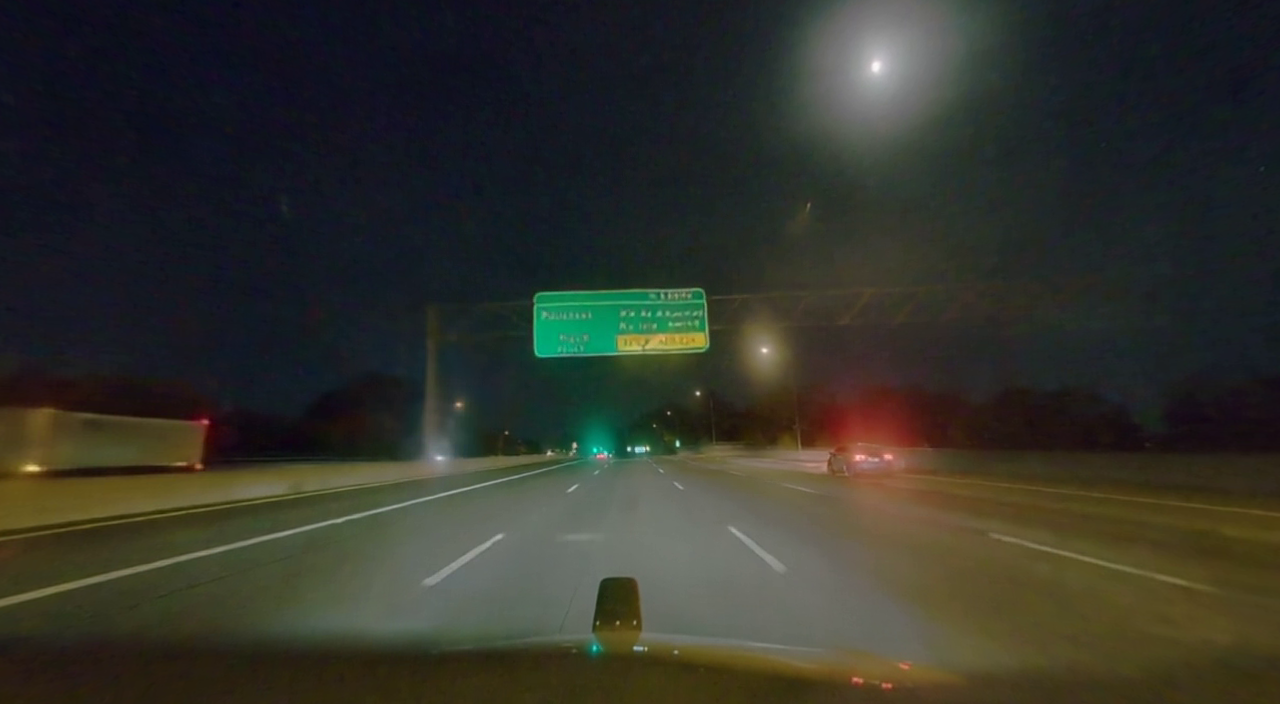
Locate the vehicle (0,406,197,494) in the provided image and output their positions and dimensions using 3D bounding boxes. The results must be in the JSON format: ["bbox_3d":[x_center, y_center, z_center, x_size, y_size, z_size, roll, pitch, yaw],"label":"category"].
[{"bbox_3d":[-30.644,5.409,35.018,2.821,3.960,12.894,0,-9,0],"label":"vehicle"}]
